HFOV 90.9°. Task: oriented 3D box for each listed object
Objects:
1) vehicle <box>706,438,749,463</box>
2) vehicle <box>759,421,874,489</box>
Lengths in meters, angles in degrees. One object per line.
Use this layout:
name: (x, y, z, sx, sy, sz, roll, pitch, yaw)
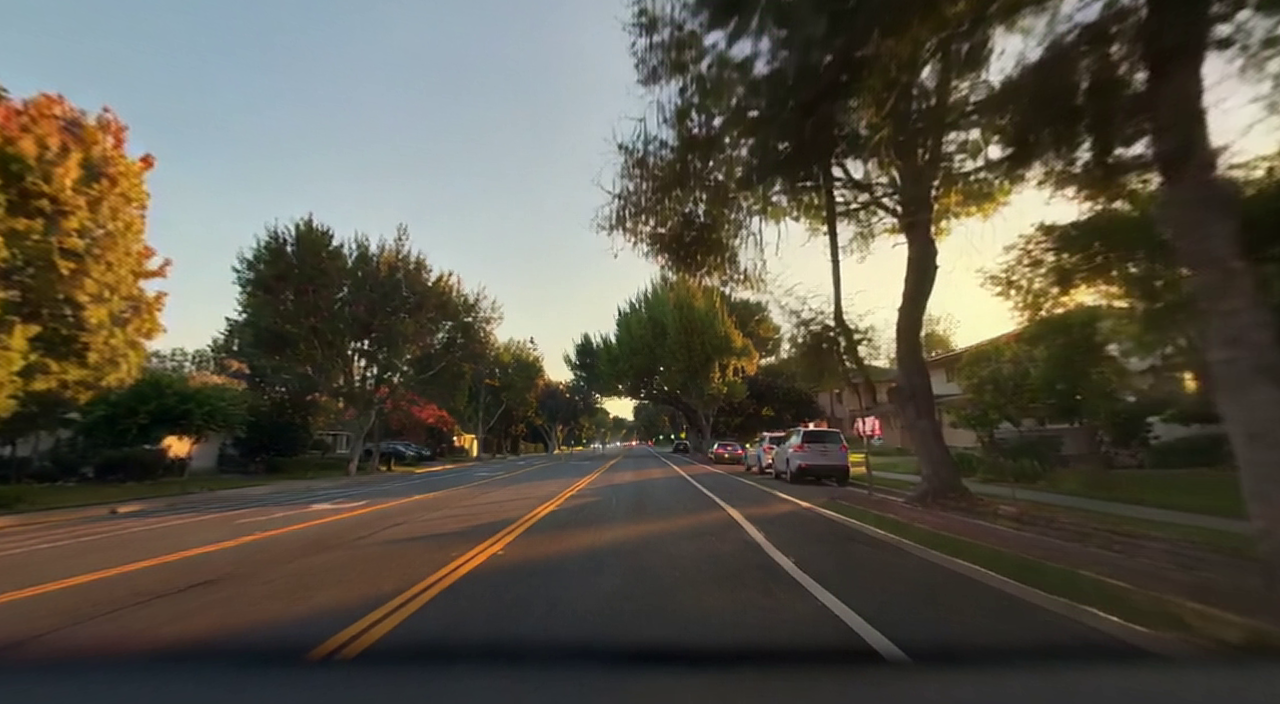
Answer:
vehicle: (5.561, 6.312, 40.504, 1.935, 1.453, 4.488, 0, -8, -3)
vehicle: (5.180, 3.094, 19.262, 2.160, 1.800, 4.646, 0, -8, 0)
